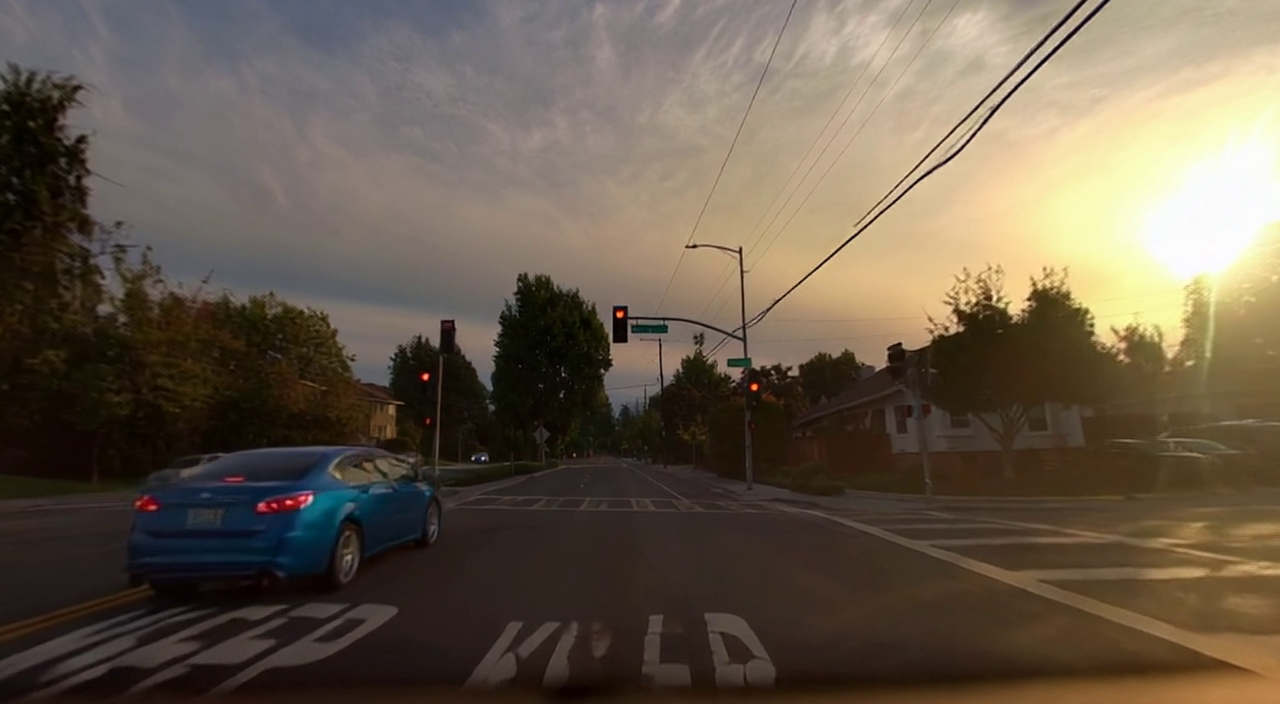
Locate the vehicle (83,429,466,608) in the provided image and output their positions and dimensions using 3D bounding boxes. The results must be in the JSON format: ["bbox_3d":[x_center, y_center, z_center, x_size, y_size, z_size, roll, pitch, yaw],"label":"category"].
[{"bbox_3d":[-3.756,1.762,7.715,1.980,1.508,4.502,0,-9,0],"label":"vehicle"}]
